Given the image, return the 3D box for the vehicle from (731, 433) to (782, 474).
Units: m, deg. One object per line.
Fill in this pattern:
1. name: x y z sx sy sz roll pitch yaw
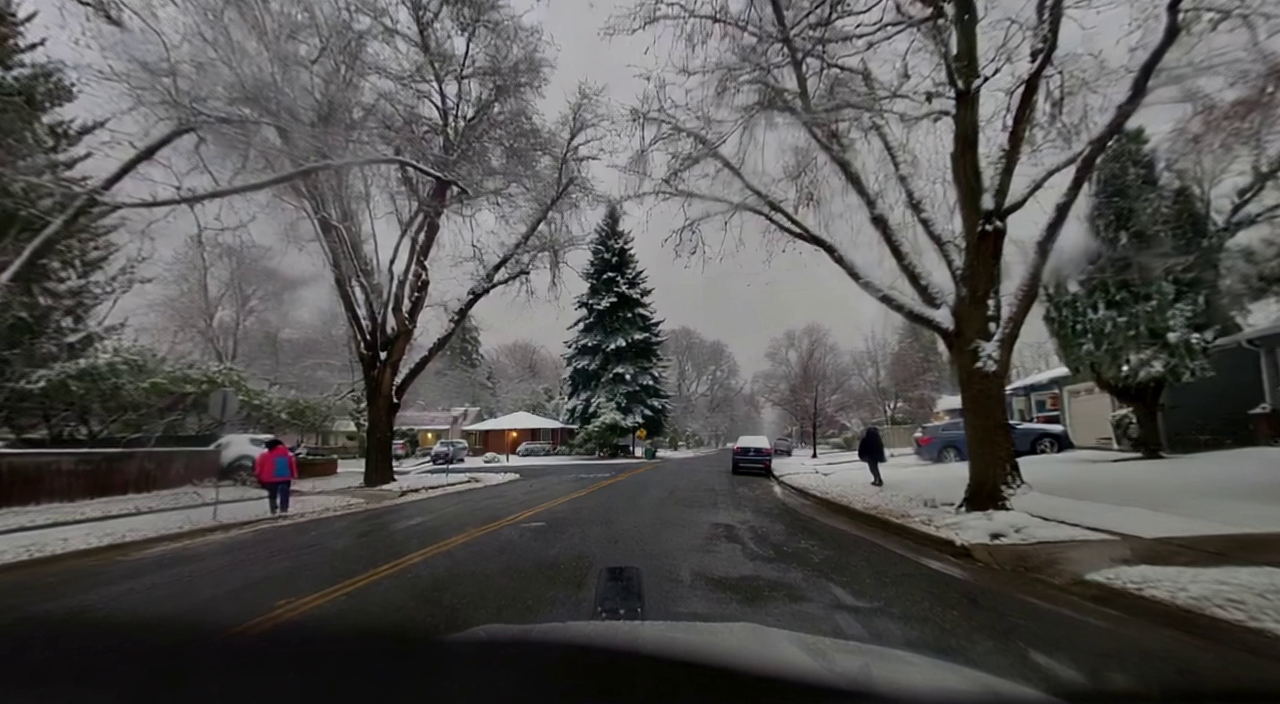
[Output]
1. vehicle: 5.562 4.778 29.868 2.053 1.737 4.375 -2 -9 14

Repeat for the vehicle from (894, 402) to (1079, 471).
1. vehicle: 11.450 2.854 21.213 4.780 1.765 2.103 -6 -9 3
